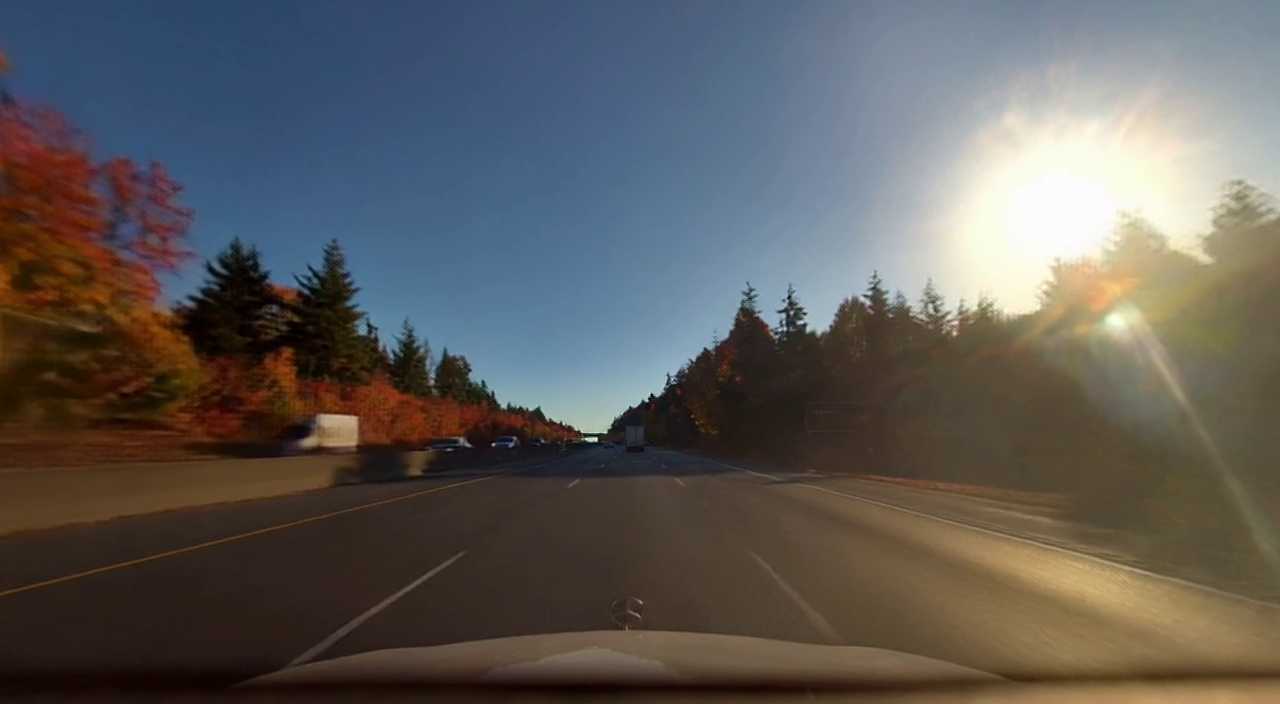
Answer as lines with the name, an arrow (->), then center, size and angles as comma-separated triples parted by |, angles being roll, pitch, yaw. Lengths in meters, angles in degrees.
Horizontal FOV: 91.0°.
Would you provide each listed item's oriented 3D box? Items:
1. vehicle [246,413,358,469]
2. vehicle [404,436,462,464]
vehicle -> -15.350, 4.102, 28.998 | 2.252, 2.301, 5.183 | 0, -8, 0
vehicle -> -11.763, 5.597, 36.034 | 1.870, 1.491, 4.088 | 0, -8, 0
